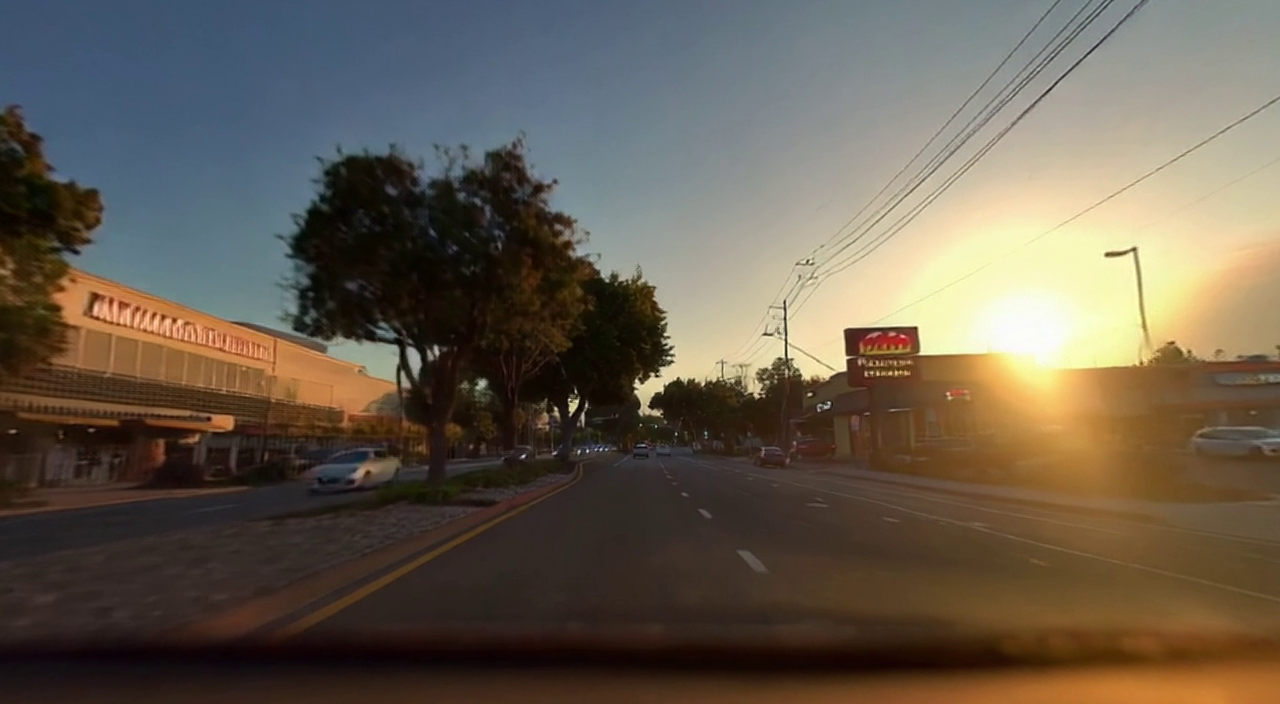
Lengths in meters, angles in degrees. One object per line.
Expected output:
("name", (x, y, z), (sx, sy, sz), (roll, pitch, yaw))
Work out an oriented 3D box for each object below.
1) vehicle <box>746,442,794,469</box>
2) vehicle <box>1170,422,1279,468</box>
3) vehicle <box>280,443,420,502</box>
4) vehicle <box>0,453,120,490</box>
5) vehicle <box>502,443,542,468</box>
("vehicle", (9.400, 7.493, 46.171), (2.358, 1.785, 5.404), (0, -8, 0))
("vehicle", (23.199, 3.516, 24.041), (2.113, 1.582, 4.559), (0, -8, 0))
("vehicle", (-8.660, 3.604, 19.444), (2.043, 1.536, 4.682), (0, -8, 1))
("vehicle", (-28.499, 5.778, 30.744), (4.410, 1.609, 2.113), (0, -8, -1))
("vehicle", (-8.543, 7.529, 46.148), (2.113, 1.703, 4.459), (0, -8, -1))
